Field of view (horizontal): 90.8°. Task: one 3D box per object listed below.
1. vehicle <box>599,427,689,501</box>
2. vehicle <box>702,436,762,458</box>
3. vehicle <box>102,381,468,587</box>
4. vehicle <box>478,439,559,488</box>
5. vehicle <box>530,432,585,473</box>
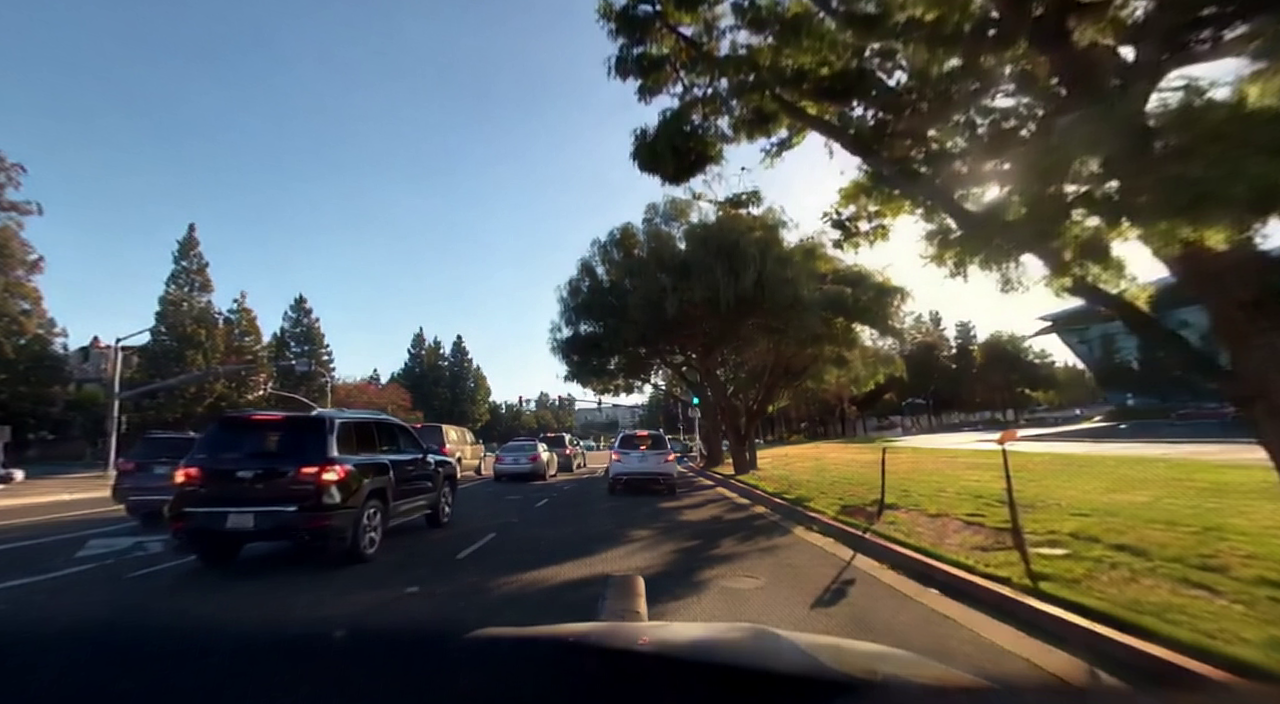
[{"bbox_3d":[0.082,2.901,16.713,2.055,1.681,4.270,0,-9,0],"label":"vehicle"},{"bbox_3d":[6.772,7.011,46.558,4.265,1.498,1.826,-1,-9,8],"label":"vehicle"},{"bbox_3d":[-4.074,1.630,8.630,2.088,1.947,5.119,0,-9,-1],"label":"vehicle"},{"bbox_3d":[-4.103,3.843,22.040,1.942,1.523,4.212,0,-9,0],"label":"vehicle"},{"bbox_3d":[-3.908,4.861,30.729,2.043,1.813,4.549,0,-9,0],"label":"vehicle"}]
